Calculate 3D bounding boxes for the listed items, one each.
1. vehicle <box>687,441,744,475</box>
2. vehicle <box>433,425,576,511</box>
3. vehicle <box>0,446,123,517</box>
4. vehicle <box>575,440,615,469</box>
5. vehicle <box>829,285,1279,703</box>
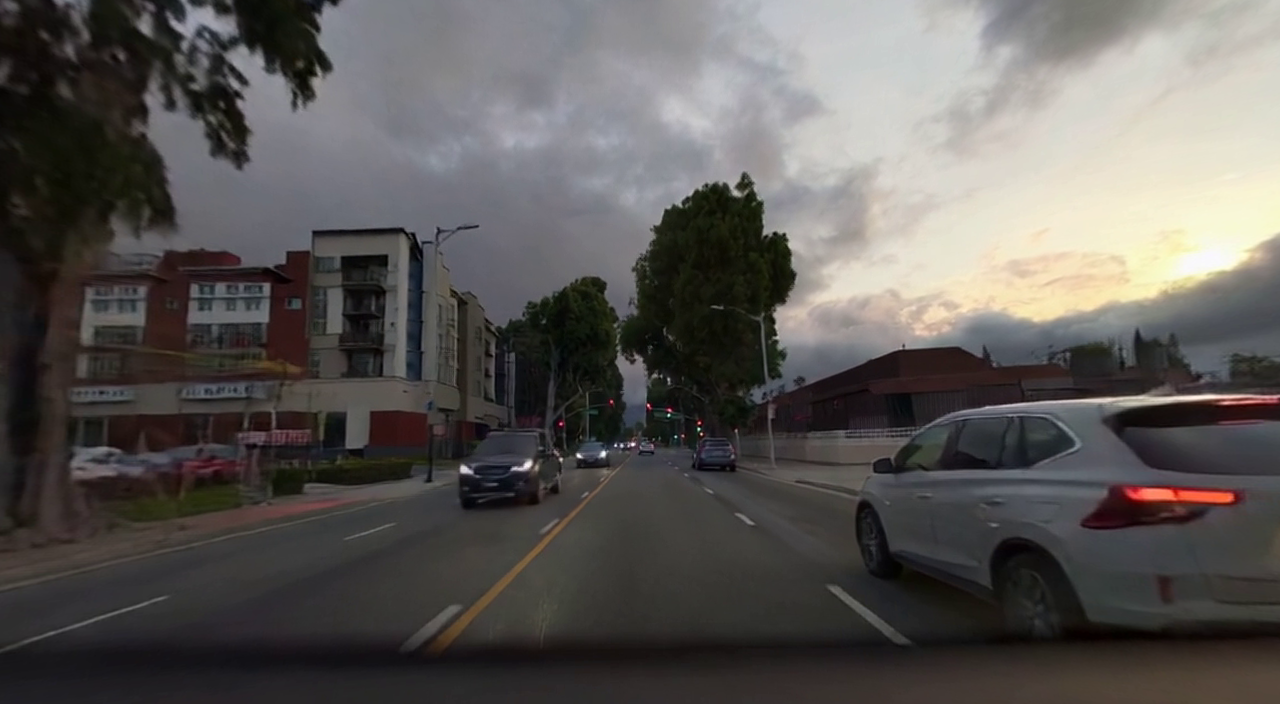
[{"bbox_3d":[3.468,4.977,29.919,2.072,1.471,4.834,0,-8,-1],"label":"vehicle"},{"bbox_3d":[-3.338,3.038,17.253,2.304,1.886,6.516,0,-8,2],"label":"vehicle"},{"bbox_3d":[-14.489,2.865,14.075,4.318,1.483,1.994,8,-11,-42],"label":"vehicle"},{"bbox_3d":[-2.657,6.214,38.476,2.109,1.681,4.417,0,-8,0],"label":"vehicle"},{"bbox_3d":[3.277,1.068,4.544,2.251,1.861,5.144,0,-8,0],"label":"vehicle"}]
